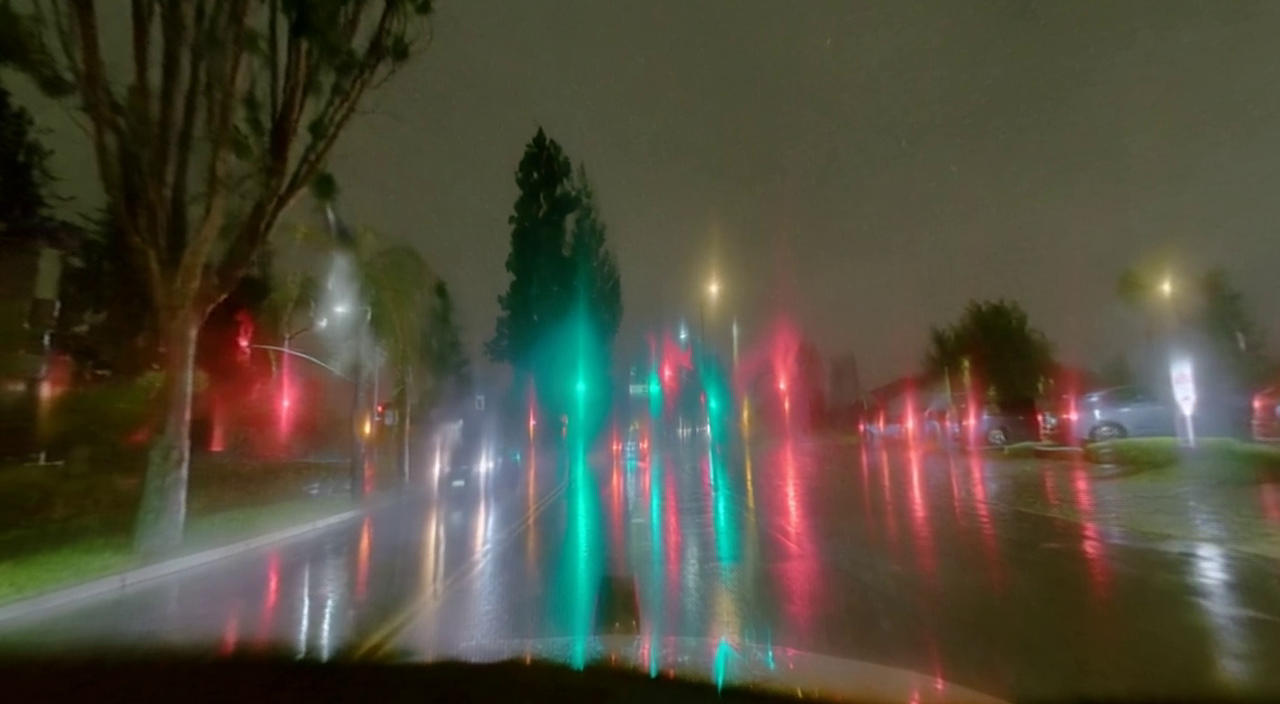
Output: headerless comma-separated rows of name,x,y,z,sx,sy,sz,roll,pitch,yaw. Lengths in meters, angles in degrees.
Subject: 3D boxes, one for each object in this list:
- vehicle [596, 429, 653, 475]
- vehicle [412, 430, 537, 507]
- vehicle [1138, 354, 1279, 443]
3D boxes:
vehicle,-0.568,3.989,25.424,2.142,1.686,3.816,0,-8,0
vehicle,-3.863,2.763,15.482,2.057,1.613,4.062,0,-8,-1
vehicle,12.089,0.894,11.617,4.068,1.525,1.859,-1,-8,5
